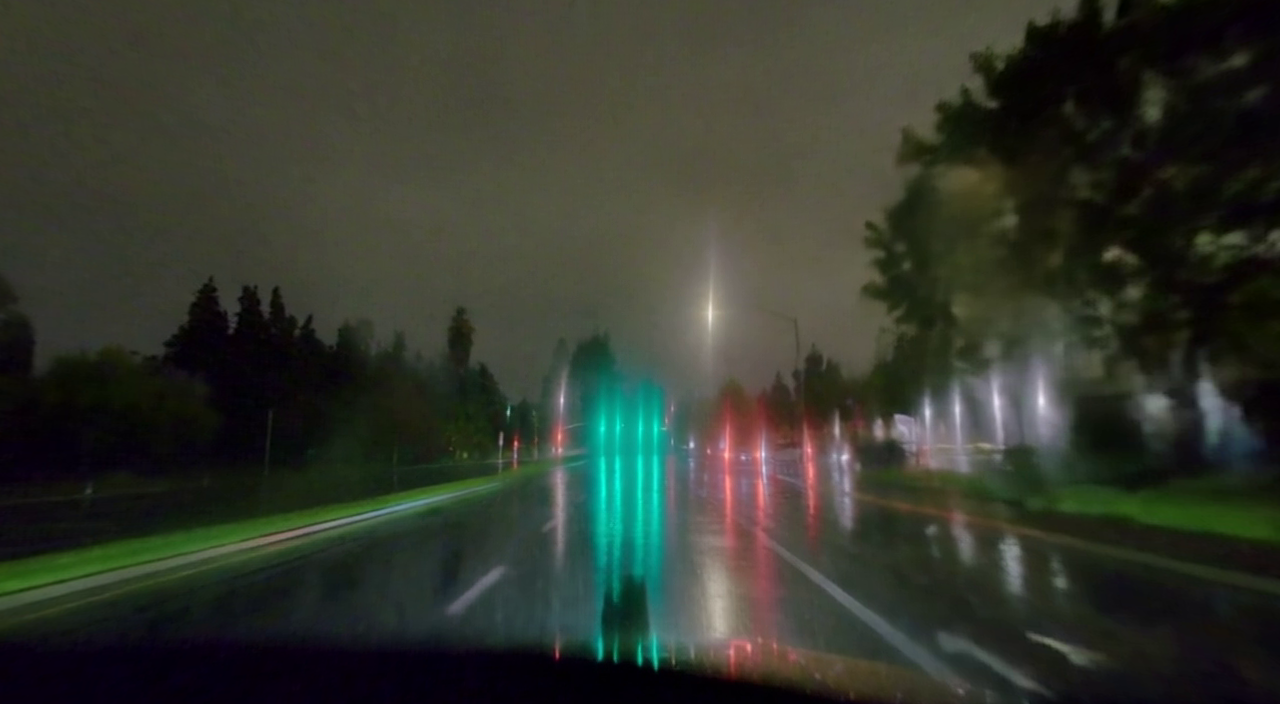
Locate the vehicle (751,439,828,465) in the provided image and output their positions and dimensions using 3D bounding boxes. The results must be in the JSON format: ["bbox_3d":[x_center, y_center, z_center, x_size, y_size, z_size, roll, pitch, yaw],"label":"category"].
[{"bbox_3d":[10.351,7.009,44.075,4.879,1.701,2.095,-1,-10,3],"label":"vehicle"}]

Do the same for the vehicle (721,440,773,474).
[{"bbox_3d":[5.704,5.664,34.215,2.057,1.688,4.596,0,-8,0],"label":"vehicle"}]
